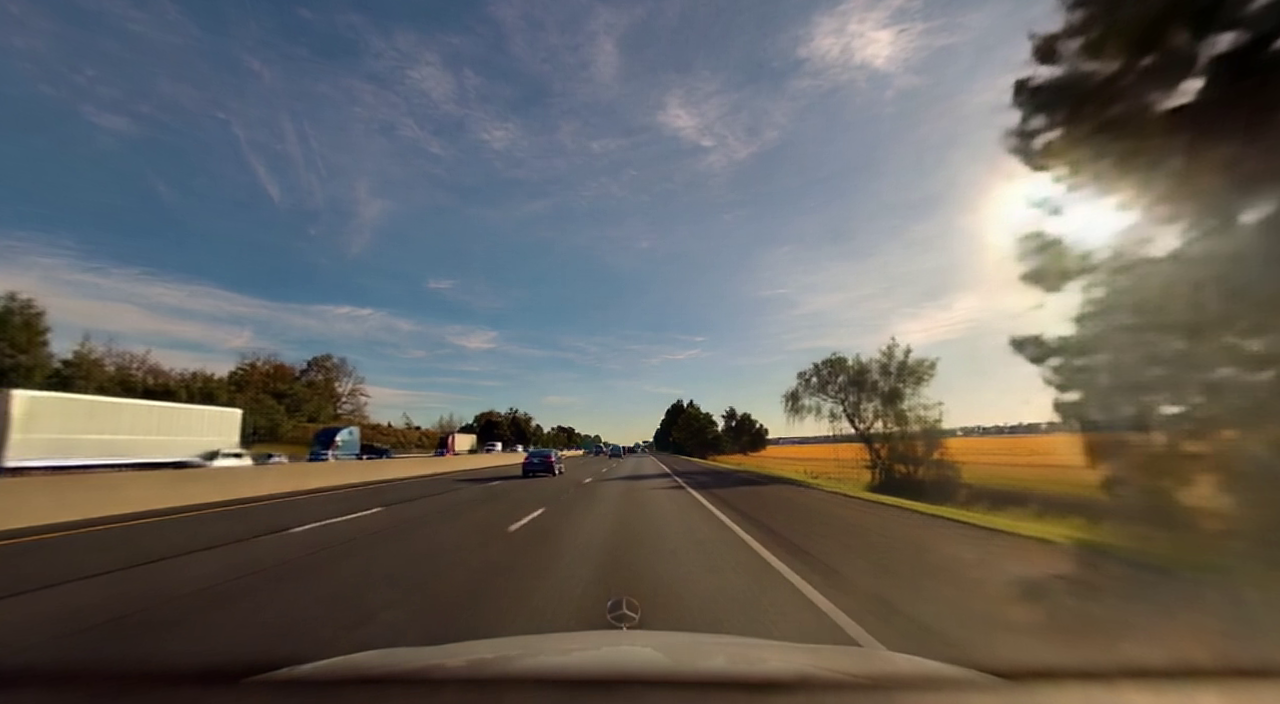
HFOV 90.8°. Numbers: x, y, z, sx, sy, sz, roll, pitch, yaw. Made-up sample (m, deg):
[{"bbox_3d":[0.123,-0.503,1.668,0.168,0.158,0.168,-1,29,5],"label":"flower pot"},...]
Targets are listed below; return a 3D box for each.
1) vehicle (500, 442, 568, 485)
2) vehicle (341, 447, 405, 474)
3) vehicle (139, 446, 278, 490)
[{"bbox_3d":[-4.140,4.430,25.338,1.954,1.541,4.079,0,-9,1],"label":"vehicle"},{"bbox_3d":[-15.967,6.494,37.968,1.925,1.526,4.370,0,-9,0],"label":"vehicle"},{"bbox_3d":[-16.047,4.322,23.836,2.078,1.493,4.427,0,-9,1],"label":"vehicle"}]
